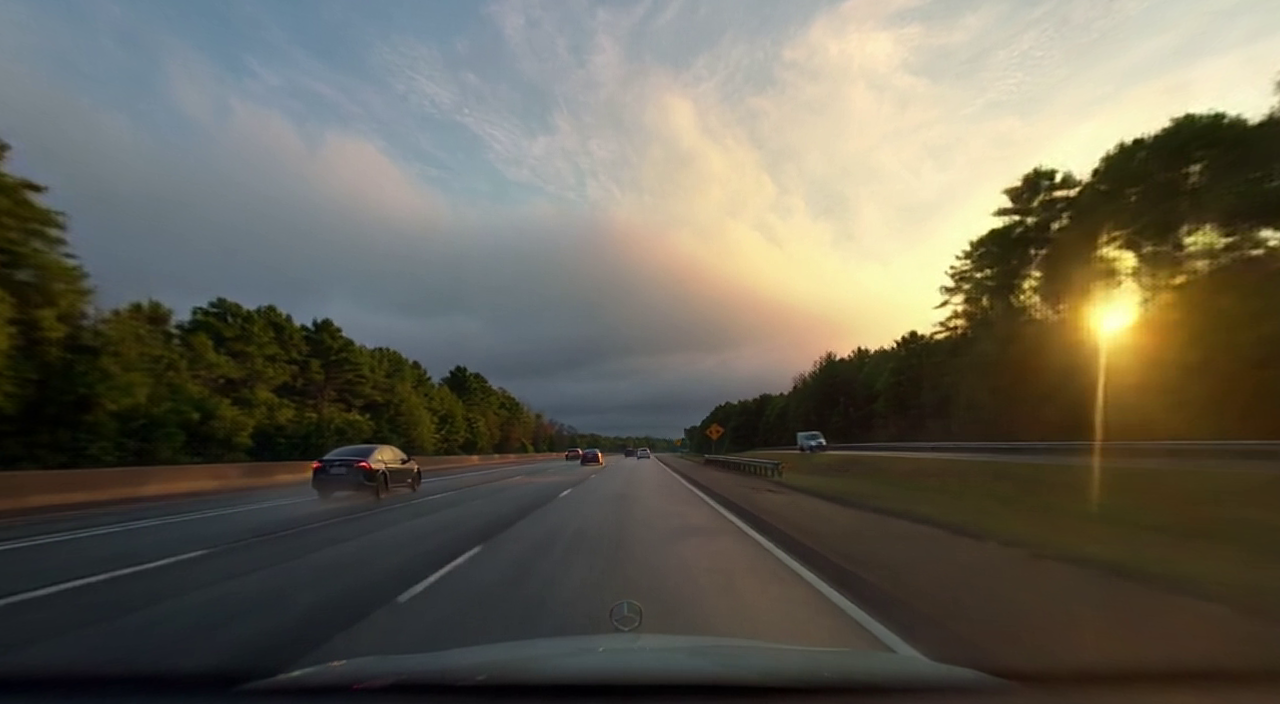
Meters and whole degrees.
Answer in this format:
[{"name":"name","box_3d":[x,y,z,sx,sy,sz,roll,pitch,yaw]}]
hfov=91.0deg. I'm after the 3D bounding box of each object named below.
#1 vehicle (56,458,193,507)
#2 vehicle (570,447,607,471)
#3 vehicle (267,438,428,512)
[{"name":"vehicle","box_3d":[-36.250,9.126,44.815,2.859,2.937,8.071,0,-9,0]},{"name":"vehicle","box_3d":[-3.549,7.506,44.277,2.104,1.558,4.639,0,-9,1]},{"name":"vehicle","box_3d":[-7.171,3.031,16.014,2.007,1.616,4.141,0,-9,1]}]
